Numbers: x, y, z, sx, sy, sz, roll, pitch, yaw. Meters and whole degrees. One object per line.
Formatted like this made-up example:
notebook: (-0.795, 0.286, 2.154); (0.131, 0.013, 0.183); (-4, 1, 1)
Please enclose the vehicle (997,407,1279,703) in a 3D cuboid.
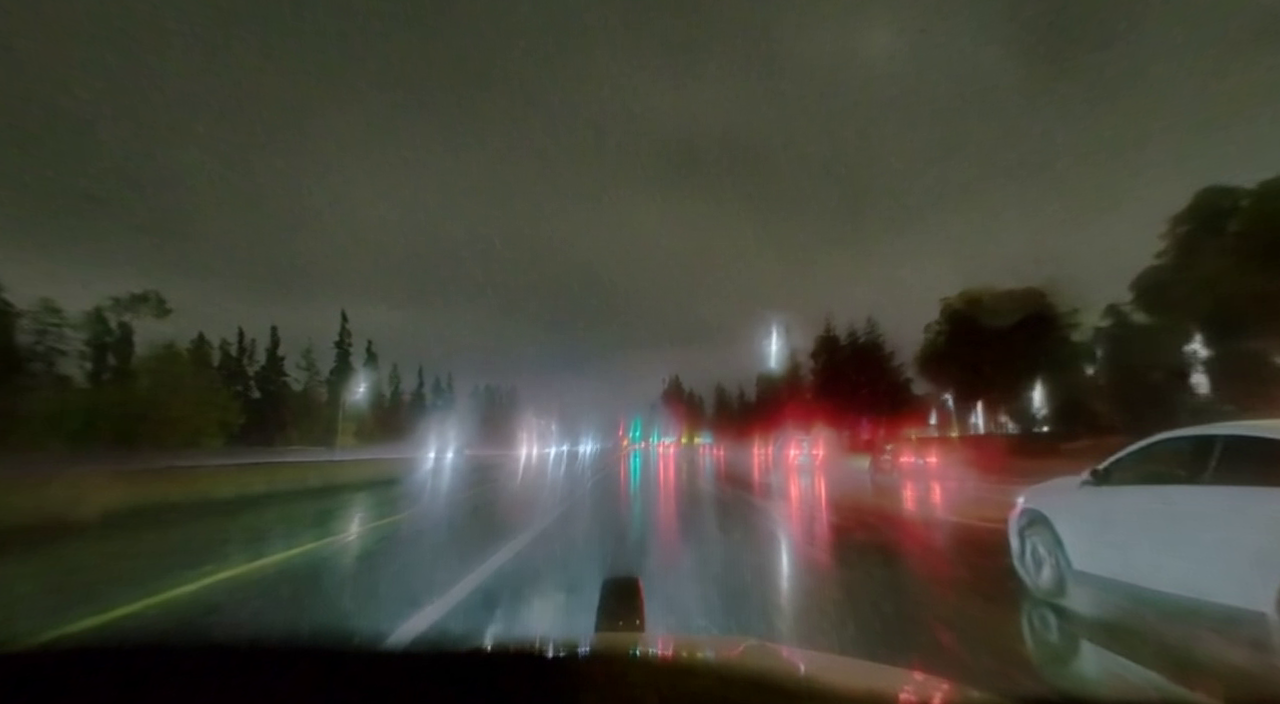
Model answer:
vehicle: (3.859, 0.951, 2.525); (2.018, 1.477, 4.800); (0, -9, -1)
